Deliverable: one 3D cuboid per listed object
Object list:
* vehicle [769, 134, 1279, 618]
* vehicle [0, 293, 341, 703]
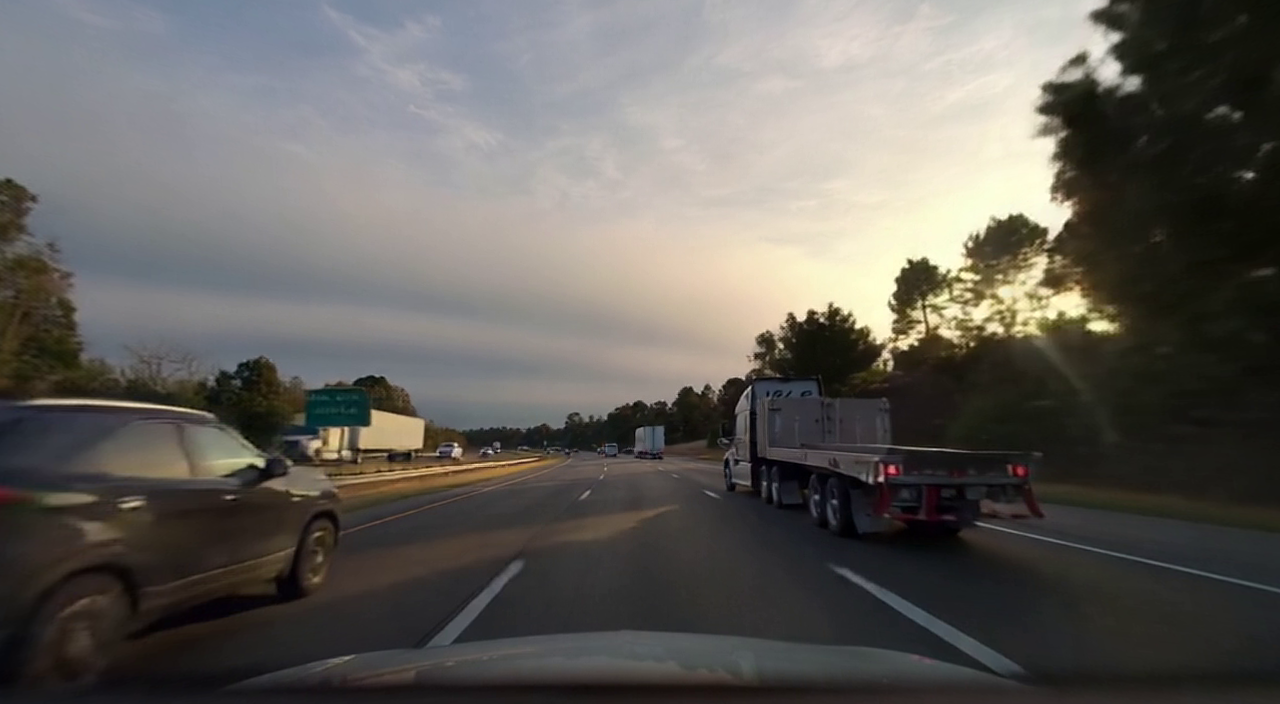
[{"bbox_3d":[4.245,0.726,9.381,2.826,4.035,8.369,0,-9,0],"label":"vehicle"},{"bbox_3d":[-3.877,0.802,3.091,2.337,1.942,4.984,0,-9,0],"label":"vehicle"}]
